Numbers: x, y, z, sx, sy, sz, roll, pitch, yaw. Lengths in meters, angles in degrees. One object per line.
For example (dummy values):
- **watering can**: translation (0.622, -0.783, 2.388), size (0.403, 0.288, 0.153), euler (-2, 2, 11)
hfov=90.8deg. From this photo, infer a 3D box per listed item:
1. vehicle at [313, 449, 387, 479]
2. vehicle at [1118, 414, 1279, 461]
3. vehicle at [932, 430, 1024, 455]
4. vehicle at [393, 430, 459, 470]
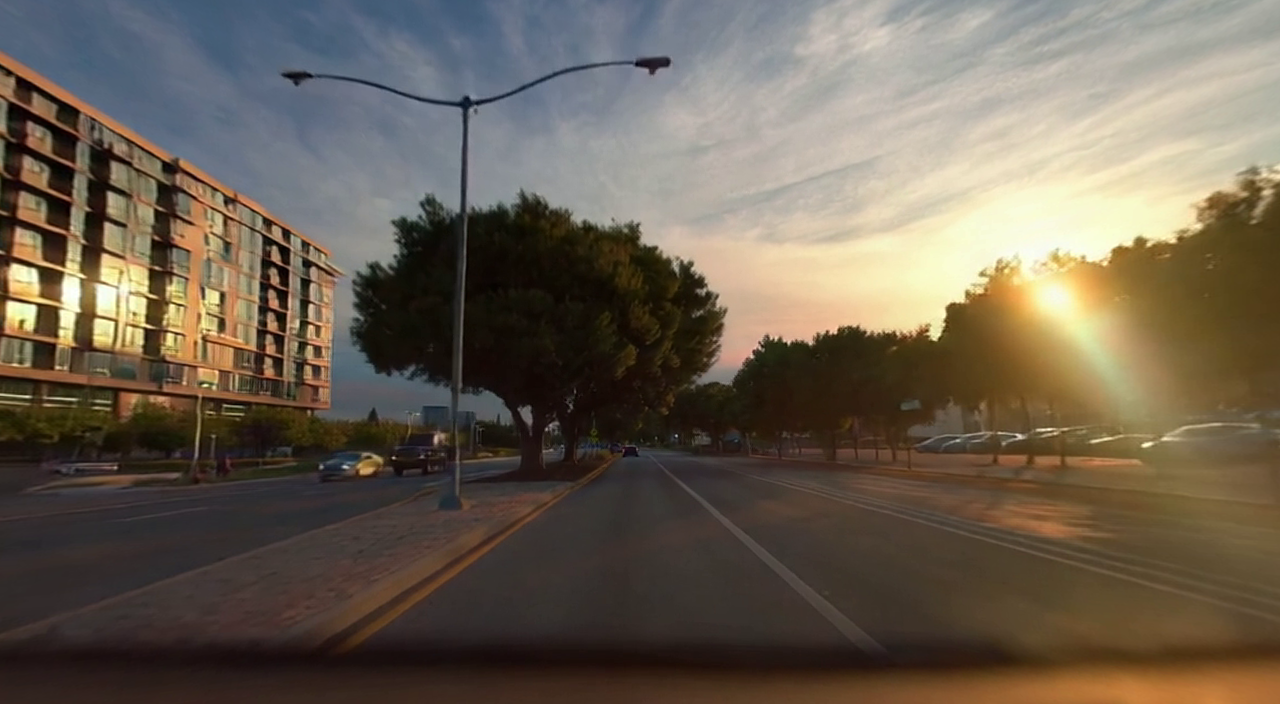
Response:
- **vehicle**: translation (-16.067, 6.188, 35.301), size (1.966, 1.523, 4.555), euler (0, -9, 0)
- **vehicle**: translation (22.553, 3.422, 25.208), size (5.320, 1.722, 2.651), euler (2, -9, -14)
- **vehicle**: translation (21.854, 5.886, 41.022), size (4.739, 1.569, 2.097), euler (-1, -9, 3)
- **vehicle**: translation (-15.997, 7.376, 47.710), size (2.725, 2.768, 6.120), euler (-1, -9, 1)
